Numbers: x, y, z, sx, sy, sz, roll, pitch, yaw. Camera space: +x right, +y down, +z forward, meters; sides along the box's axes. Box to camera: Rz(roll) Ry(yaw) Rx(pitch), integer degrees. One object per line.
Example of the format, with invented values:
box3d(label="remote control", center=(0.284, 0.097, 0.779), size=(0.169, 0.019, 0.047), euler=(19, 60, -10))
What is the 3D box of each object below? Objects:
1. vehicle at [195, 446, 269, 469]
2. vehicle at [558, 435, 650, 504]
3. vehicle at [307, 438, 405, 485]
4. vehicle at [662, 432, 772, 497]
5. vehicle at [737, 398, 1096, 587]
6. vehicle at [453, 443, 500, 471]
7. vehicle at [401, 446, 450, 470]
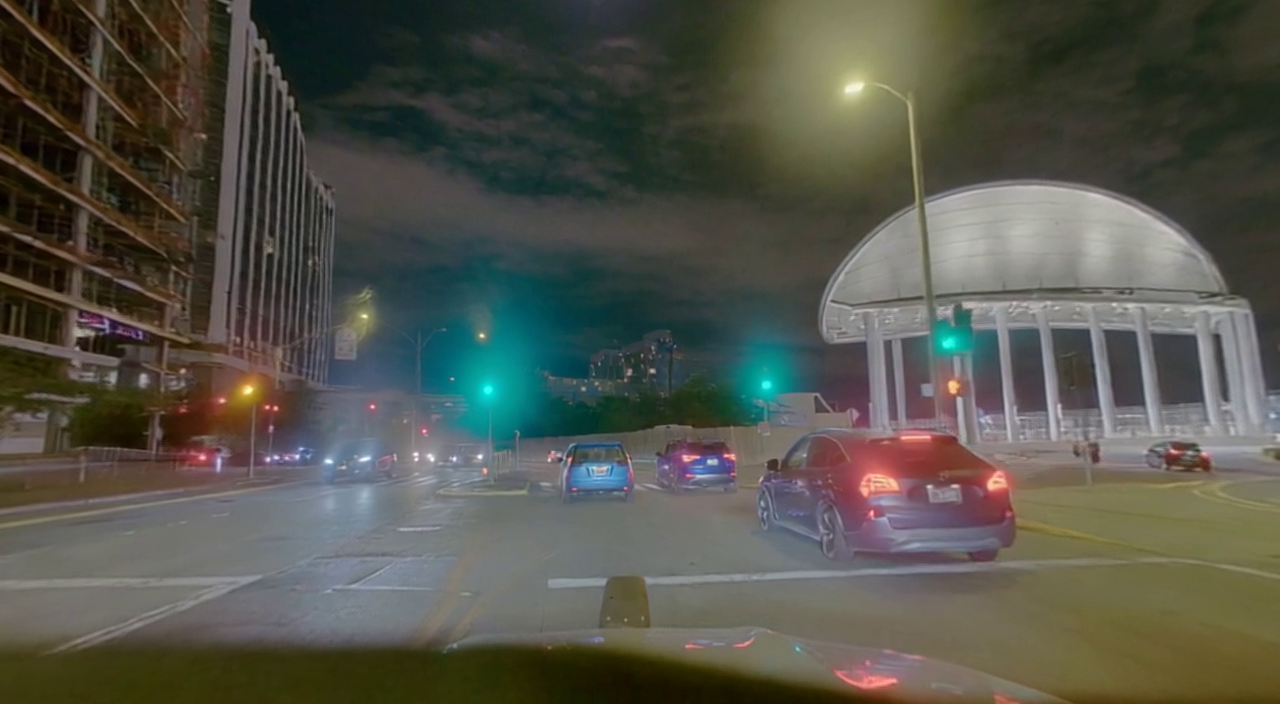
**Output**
box3d(label="vehicle", center=(-27.447, 7.060, 42.406), size=(4.653, 1.459, 2.228), euler=(-4, -10, 30))
box3d(label="vehicle", center=(-1.100, 3.124, 17.166), size=(2.132, 1.632, 3.889), euler=(1, -9, -9))
box3d(label="vehicle", center=(-11.414, 4.409, 25.742), size=(2.303, 1.692, 4.571), euler=(1, -9, -6))
box3d(label="vehicle", center=(2.173, 3.356, 19.188), size=(2.103, 1.710, 4.396), euler=(1, -9, -10))
box3d(label="vehicle", center=(3.060, 1.706, 8.544), size=(2.320, 1.772, 4.872), euler=(0, -9, -5))
box3d(label="vehicle", center=(-10.104, 6.518, 39.305), size=(2.092, 1.629, 4.133), euler=(0, -9, -5))
box3d(label="vehicle", center=(-14.223, 7.036, 42.042), size=(2.013, 1.466, 4.430), euler=(0, -9, -5))
